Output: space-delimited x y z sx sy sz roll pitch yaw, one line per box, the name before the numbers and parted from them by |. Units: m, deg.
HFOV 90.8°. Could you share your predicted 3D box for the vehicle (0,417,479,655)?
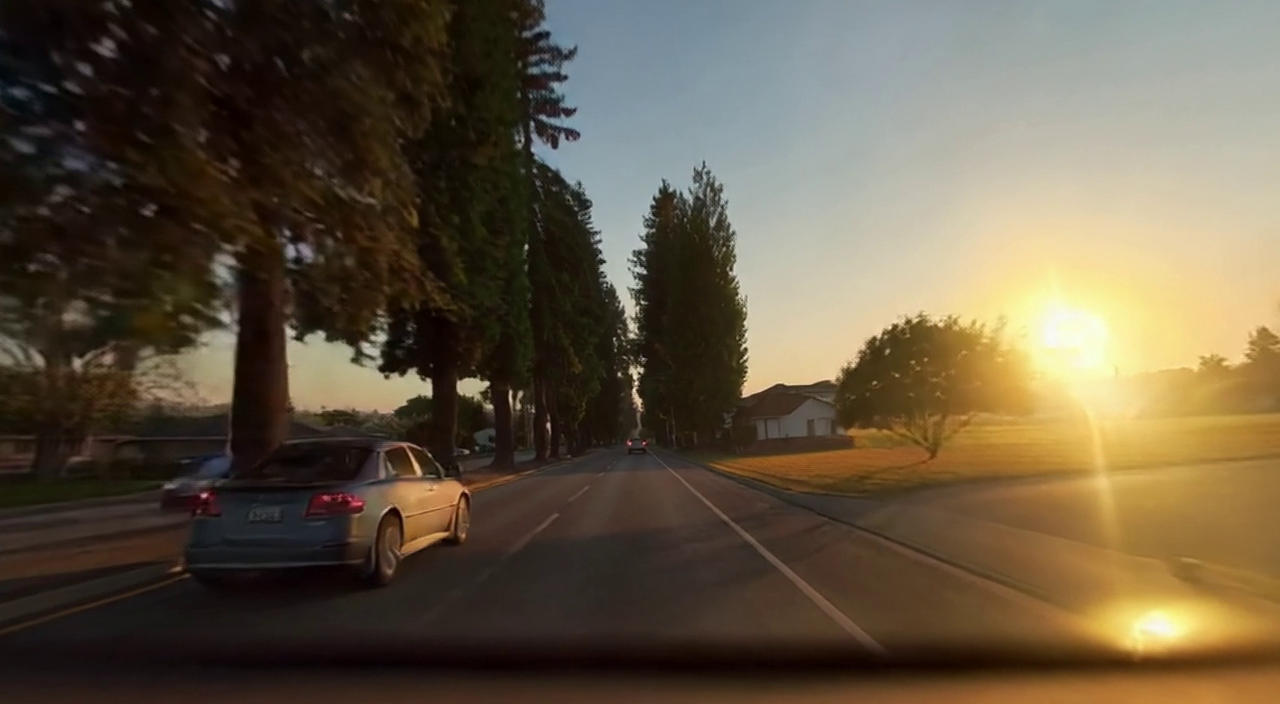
vehicle | -3.305 1.519 6.481 2.020 1.478 4.890 0 -8 0
